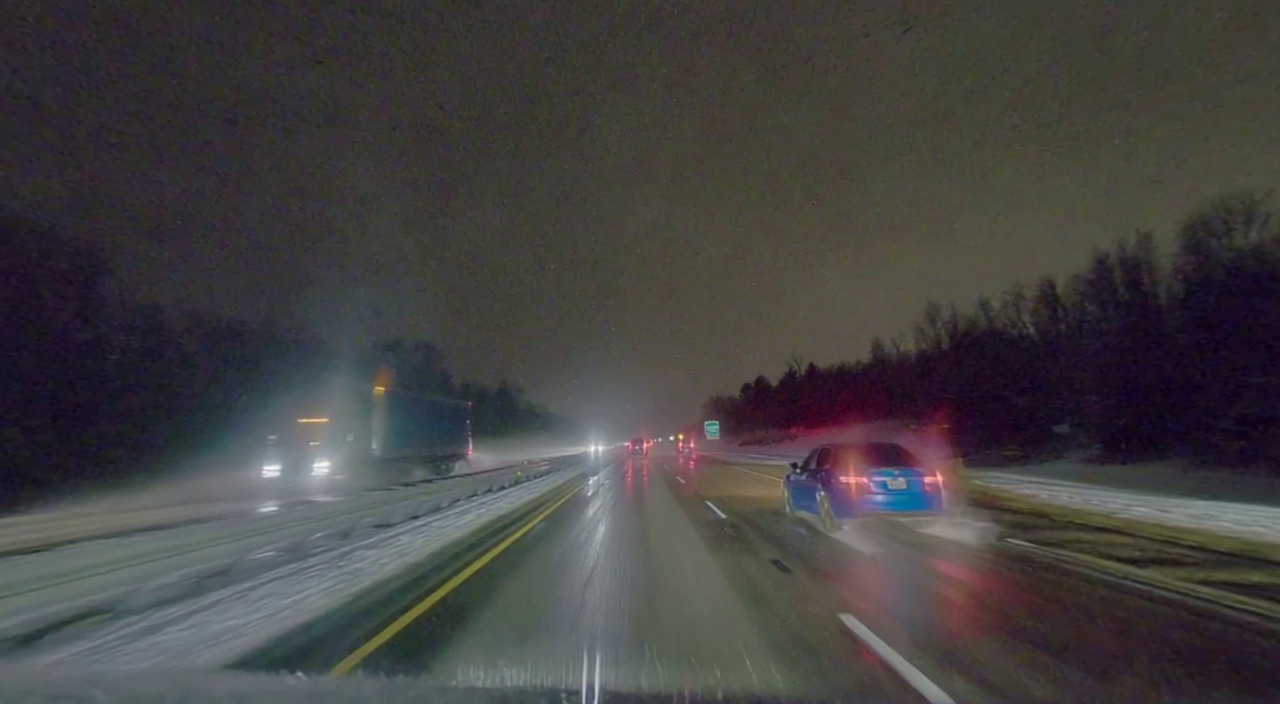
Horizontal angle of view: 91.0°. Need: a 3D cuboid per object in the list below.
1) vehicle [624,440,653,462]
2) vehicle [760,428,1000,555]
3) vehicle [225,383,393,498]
[{"bbox_3d":[-0.121,7.147,45.527,2.009,1.554,4.013,0,-8,0],"label":"vehicle"},{"bbox_3d":[3.307,1.988,9.765,1.957,1.496,4.327,0,-8,-1],"label":"vehicle"},{"bbox_3d":[-11.766,3.233,23.159,2.826,3.642,5.952,0,-8,0],"label":"vehicle"}]
